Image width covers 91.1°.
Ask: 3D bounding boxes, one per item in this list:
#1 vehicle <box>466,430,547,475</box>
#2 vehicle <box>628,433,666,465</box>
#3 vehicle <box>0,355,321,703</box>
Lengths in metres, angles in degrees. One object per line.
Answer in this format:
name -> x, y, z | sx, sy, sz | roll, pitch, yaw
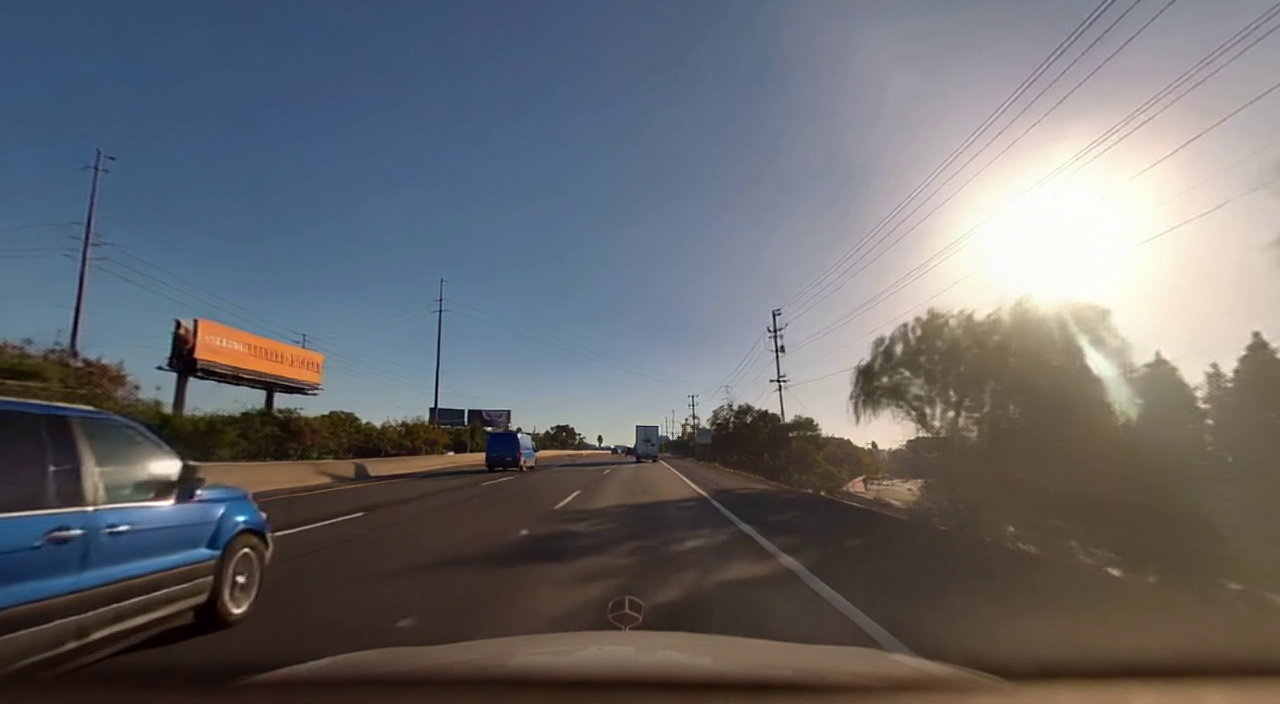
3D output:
vehicle -> -6.902, 5.307, 33.450 | 2.695, 2.084, 6.836 | 0, -8, 1
vehicle -> 0.537, 7.326, 47.533 | 2.692, 2.279, 5.695 | 0, -8, 0
vehicle -> -3.916, 0.940, 3.118 | 2.145, 1.730, 4.729 | 0, -8, 0
